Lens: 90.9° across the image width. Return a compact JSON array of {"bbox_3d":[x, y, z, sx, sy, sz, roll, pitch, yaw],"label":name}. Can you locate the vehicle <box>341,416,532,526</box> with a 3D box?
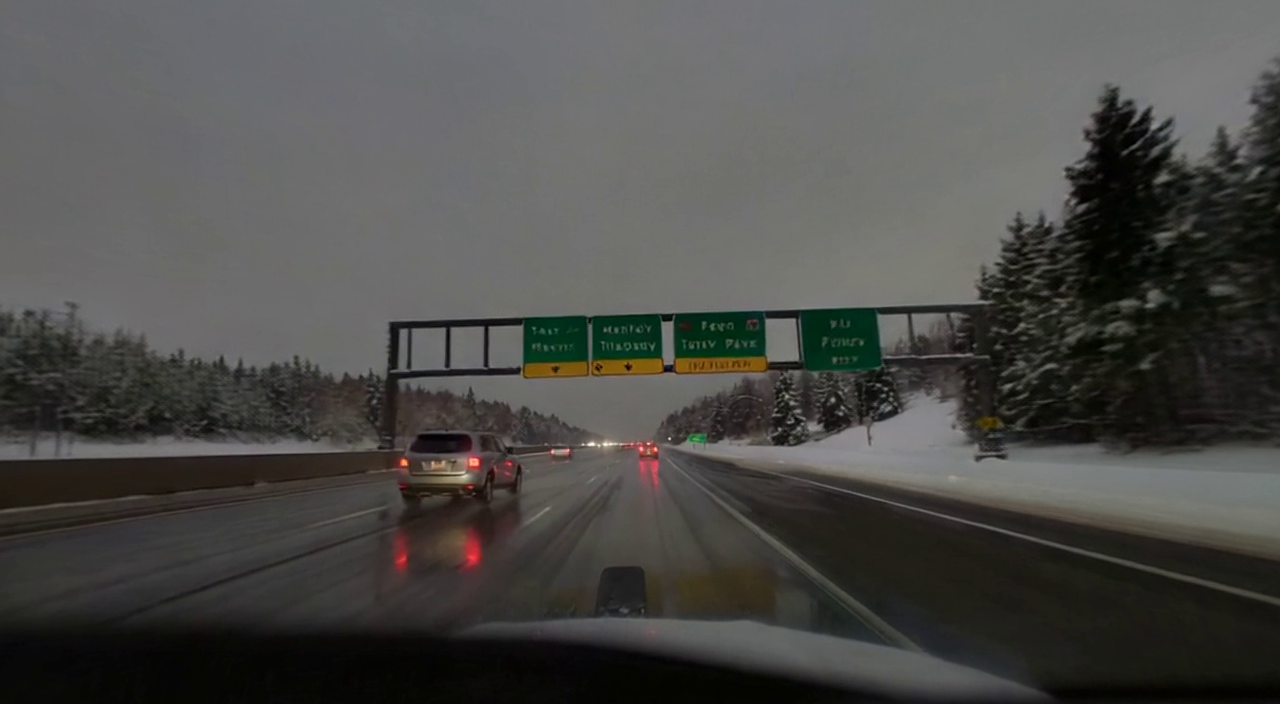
[{"bbox_3d":[-3.699,2.263,12.525,2.214,1.759,4.435,0,-8,1],"label":"vehicle"}]

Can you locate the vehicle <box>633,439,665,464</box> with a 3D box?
[{"bbox_3d":[0.577,6.766,42.913,2.023,1.589,4.030,0,-8,0],"label":"vehicle"}]
